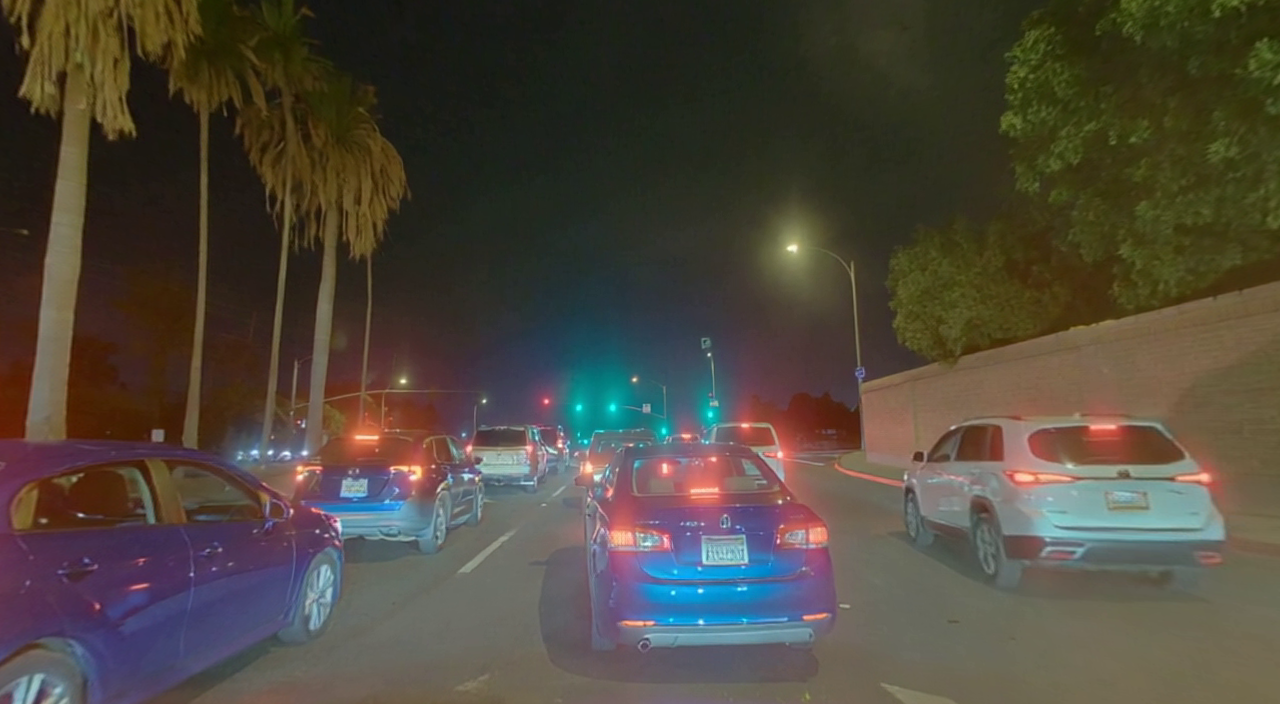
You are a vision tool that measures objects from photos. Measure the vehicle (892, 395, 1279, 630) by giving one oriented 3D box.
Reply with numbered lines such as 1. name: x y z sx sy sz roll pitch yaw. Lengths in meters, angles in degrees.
1. vehicle: 4.427 1.524 6.988 2.112 1.717 4.432 -2 -9 10

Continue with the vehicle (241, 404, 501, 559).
1. vehicle: -3.518 1.778 9.271 2.055 1.746 4.136 0 -8 -1

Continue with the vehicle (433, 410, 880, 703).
1. vehicle: 0.045 1.338 5.195 2.128 1.473 4.272 0 -8 -1

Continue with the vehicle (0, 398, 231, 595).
1. vehicle: -6.674 1.403 6.384 1.963 1.721 4.662 0 -8 -2
